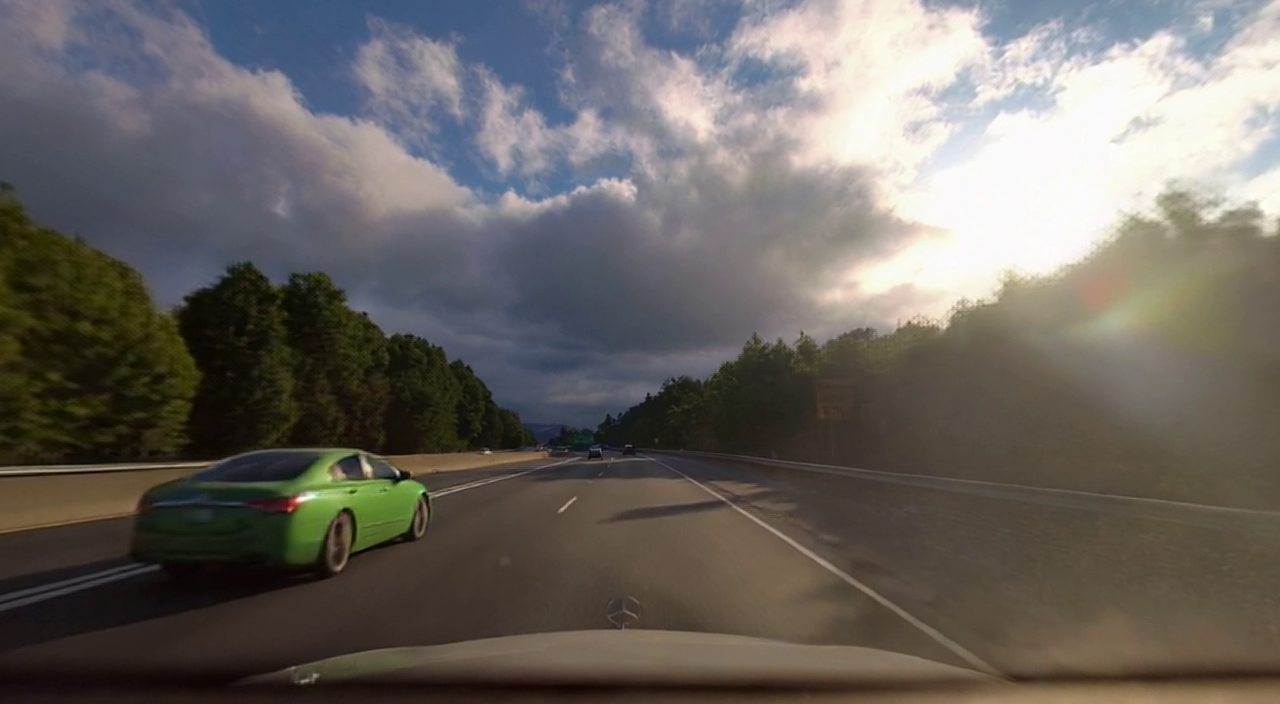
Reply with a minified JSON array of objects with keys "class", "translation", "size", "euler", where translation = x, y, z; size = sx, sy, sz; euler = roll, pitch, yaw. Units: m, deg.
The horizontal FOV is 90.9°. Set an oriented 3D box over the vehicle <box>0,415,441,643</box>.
[{"class":"vehicle","translation":[-3.855,1.551,6.602],"size":[2.017,1.522,4.569],"euler":[0,-9,1]}]
